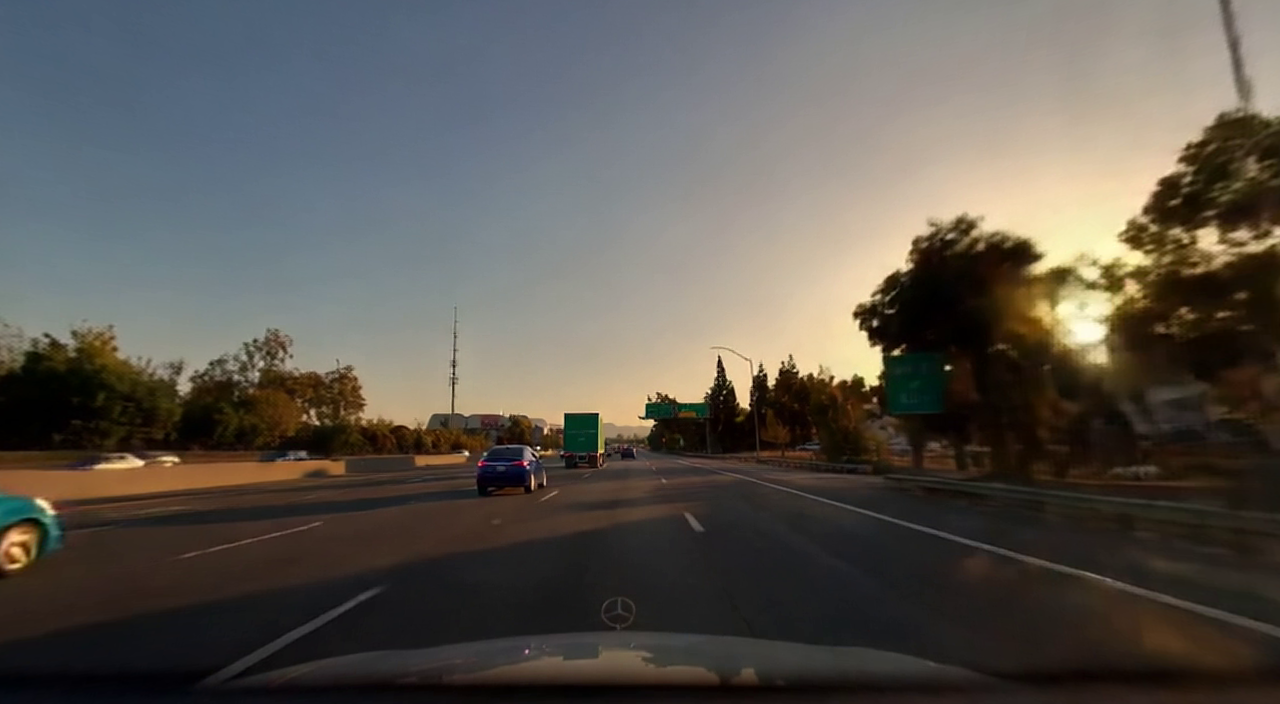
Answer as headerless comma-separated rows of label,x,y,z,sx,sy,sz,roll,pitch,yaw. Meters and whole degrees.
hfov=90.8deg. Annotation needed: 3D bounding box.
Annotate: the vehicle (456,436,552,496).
vehicle,-4.095,3.504,19.768,2.033,1.669,4.112,0,-9,0
